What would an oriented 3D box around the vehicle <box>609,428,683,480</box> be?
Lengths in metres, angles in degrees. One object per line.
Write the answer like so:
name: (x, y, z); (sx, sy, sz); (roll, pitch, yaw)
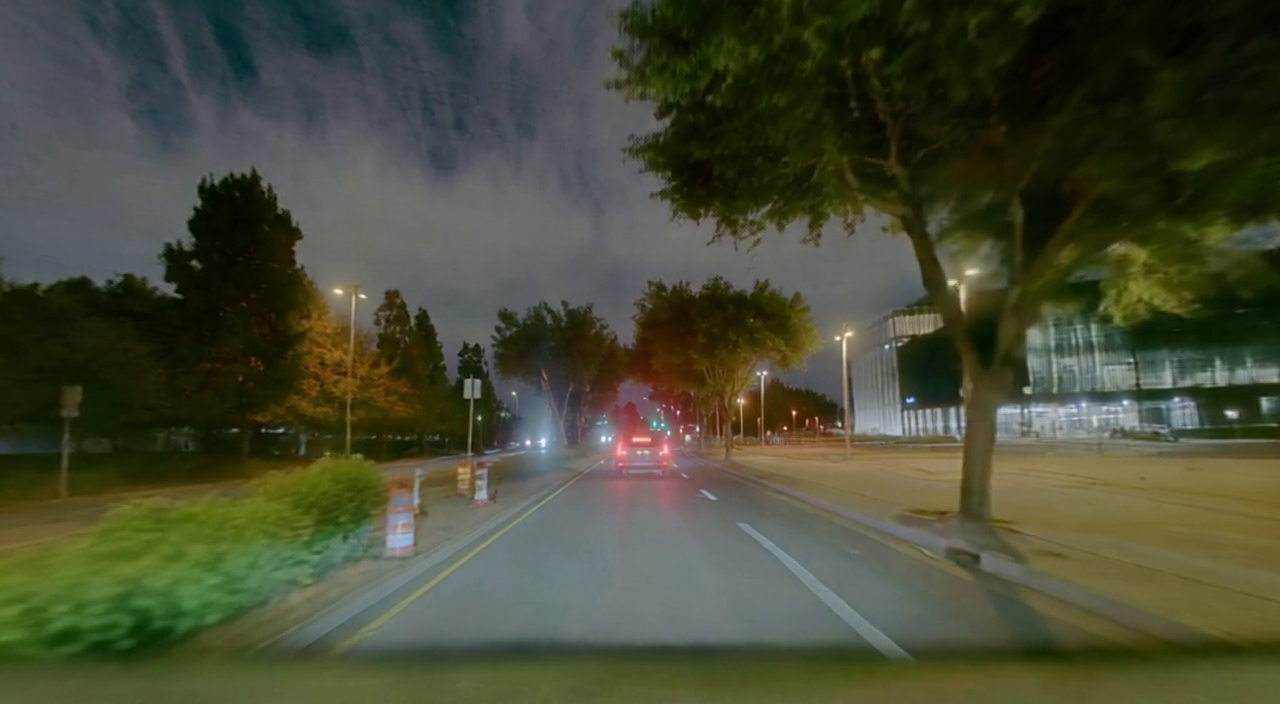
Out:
vehicle: (0.204, 3.248, 20.391); (2.114, 1.493, 4.430); (0, -8, 1)
